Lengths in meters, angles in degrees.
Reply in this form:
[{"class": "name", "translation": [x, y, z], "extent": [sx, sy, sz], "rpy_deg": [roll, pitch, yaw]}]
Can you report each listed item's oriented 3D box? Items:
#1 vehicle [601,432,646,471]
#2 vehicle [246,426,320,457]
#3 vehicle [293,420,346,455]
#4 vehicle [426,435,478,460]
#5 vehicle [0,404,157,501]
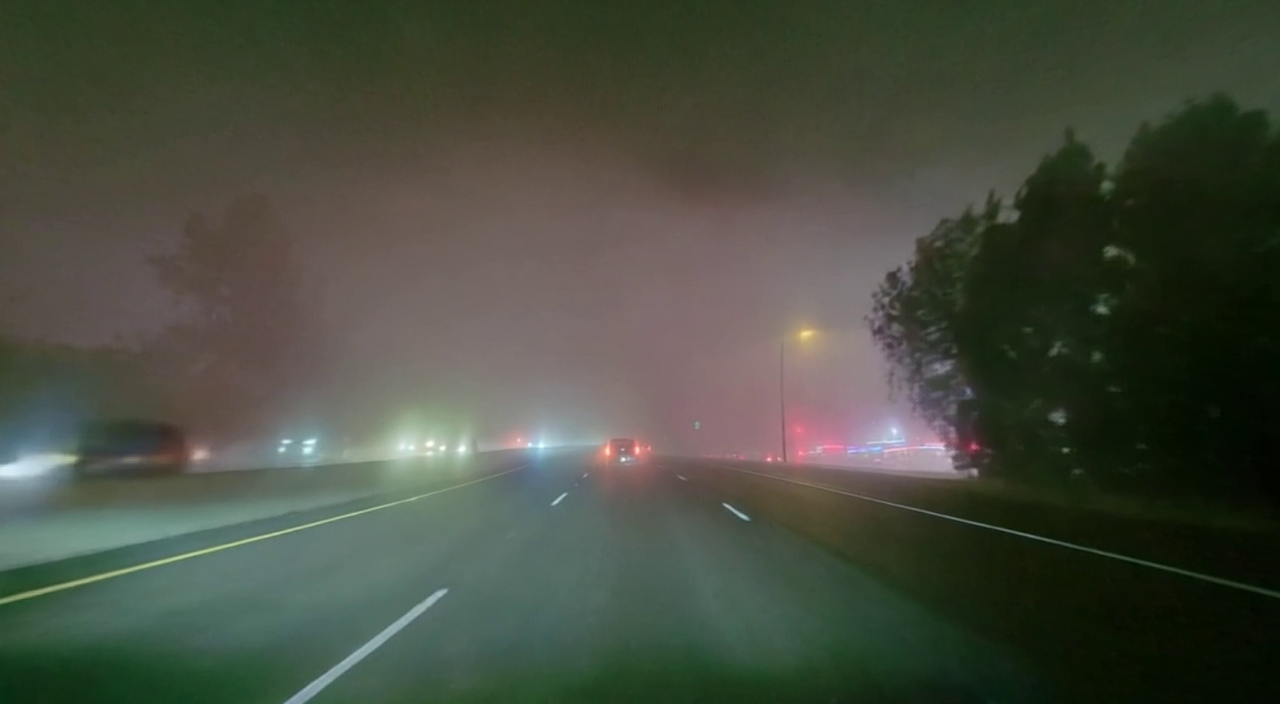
[{"class": "vehicle", "translation": [-0.913, 5.213, 33.138], "extent": [2.155, 1.856, 4.796], "rpy_deg": [0, -9, -3]}, {"class": "vehicle", "translation": [-23.320, 5.908, 41.541], "extent": [2.041, 1.867, 5.283], "rpy_deg": [0, -9, -3]}, {"class": "vehicle", "translation": [-23.596, 6.333, 46.638], "extent": [2.020, 2.495, 3.677], "rpy_deg": [0, -9, -3]}, {"class": "vehicle", "translation": [-12.245, 6.280, 41.475], "extent": [2.073, 1.508, 4.703], "rpy_deg": [0, -9, -2]}, {"class": "vehicle", "translation": [-11.215, 1.733, 10.905], "extent": [2.059, 1.520, 4.674], "rpy_deg": [0, -9, 0]}]
